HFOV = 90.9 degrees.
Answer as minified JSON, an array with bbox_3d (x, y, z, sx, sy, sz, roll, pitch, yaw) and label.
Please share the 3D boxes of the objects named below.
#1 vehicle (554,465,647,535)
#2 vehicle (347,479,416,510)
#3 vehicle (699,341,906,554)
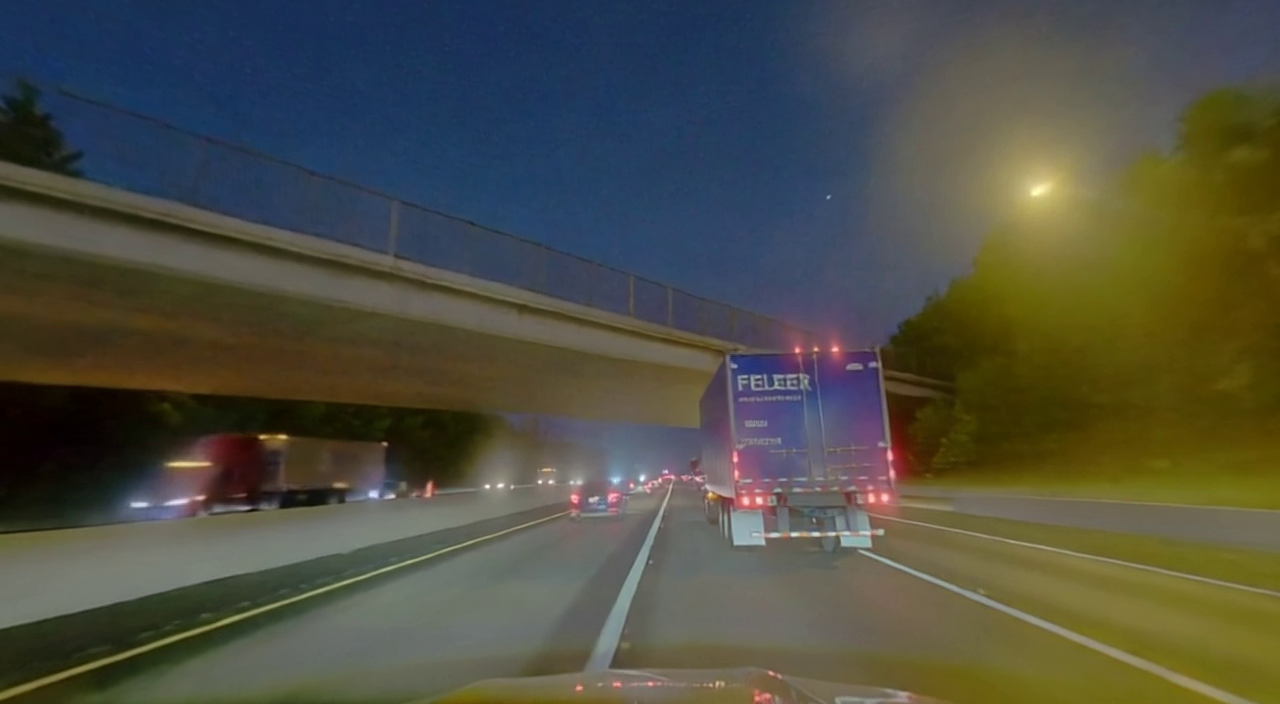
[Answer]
[{"bbox_3d":[-0.949,4.099,17.977,2.124,1.653,4.857,0,-10,3],"label":"vehicle"},{"bbox_3d":[-13.932,7.668,34.170,1.788,1.465,4.145,0,-11,3],"label":"vehicle"},{"bbox_3d":[3.342,2.544,16.149,2.980,3.834,9.423,0,-10,1],"label":"vehicle"}]
